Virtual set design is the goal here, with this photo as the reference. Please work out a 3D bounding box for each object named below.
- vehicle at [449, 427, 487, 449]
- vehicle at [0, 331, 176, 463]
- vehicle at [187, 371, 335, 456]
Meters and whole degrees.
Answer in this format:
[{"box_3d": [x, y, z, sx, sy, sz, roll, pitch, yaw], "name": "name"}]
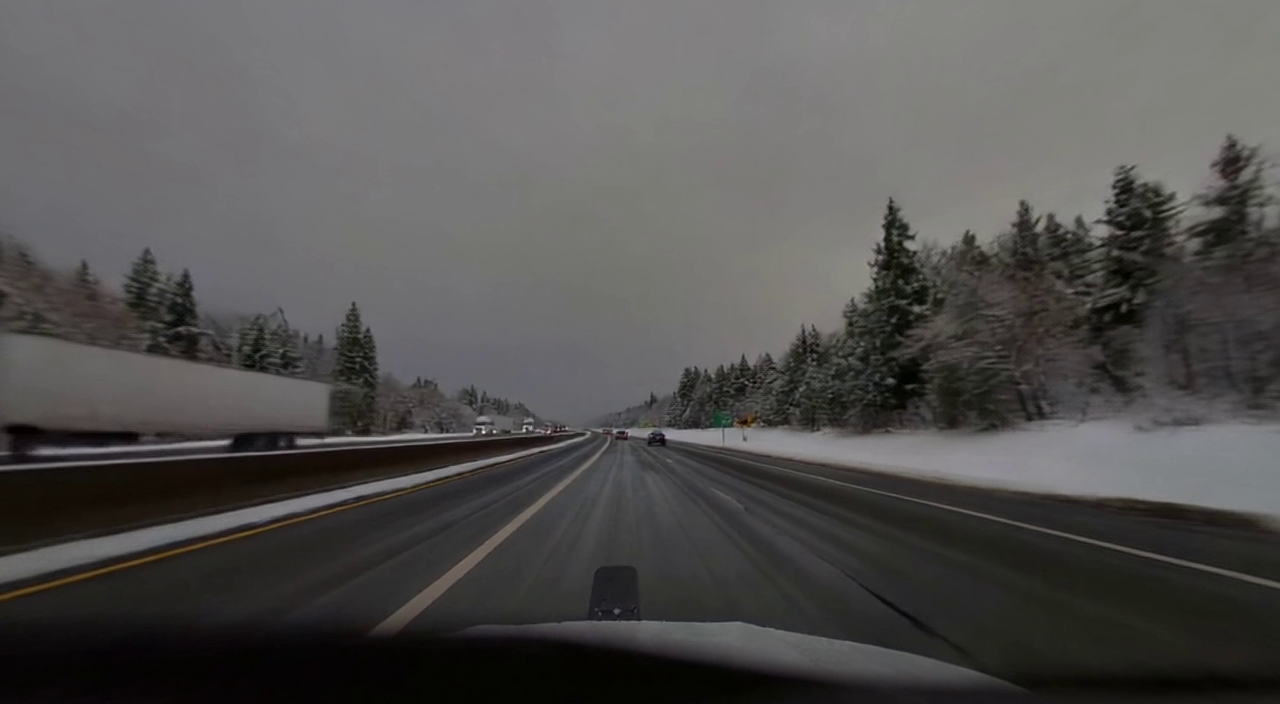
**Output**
[{"box_3d": [-12.350, 6.242, 45.560, 1.814, 1.477, 4.133, 1, -8, -4], "name": "vehicle"}, {"box_3d": [-19.762, 1.710, 21.666, 2.988, 3.962, 5.807, 0, -8, -1], "name": "vehicle"}, {"box_3d": [-20.049, 3.476, 34.189, 2.831, 4.025, 8.299, 0, -8, -1], "name": "vehicle"}]
